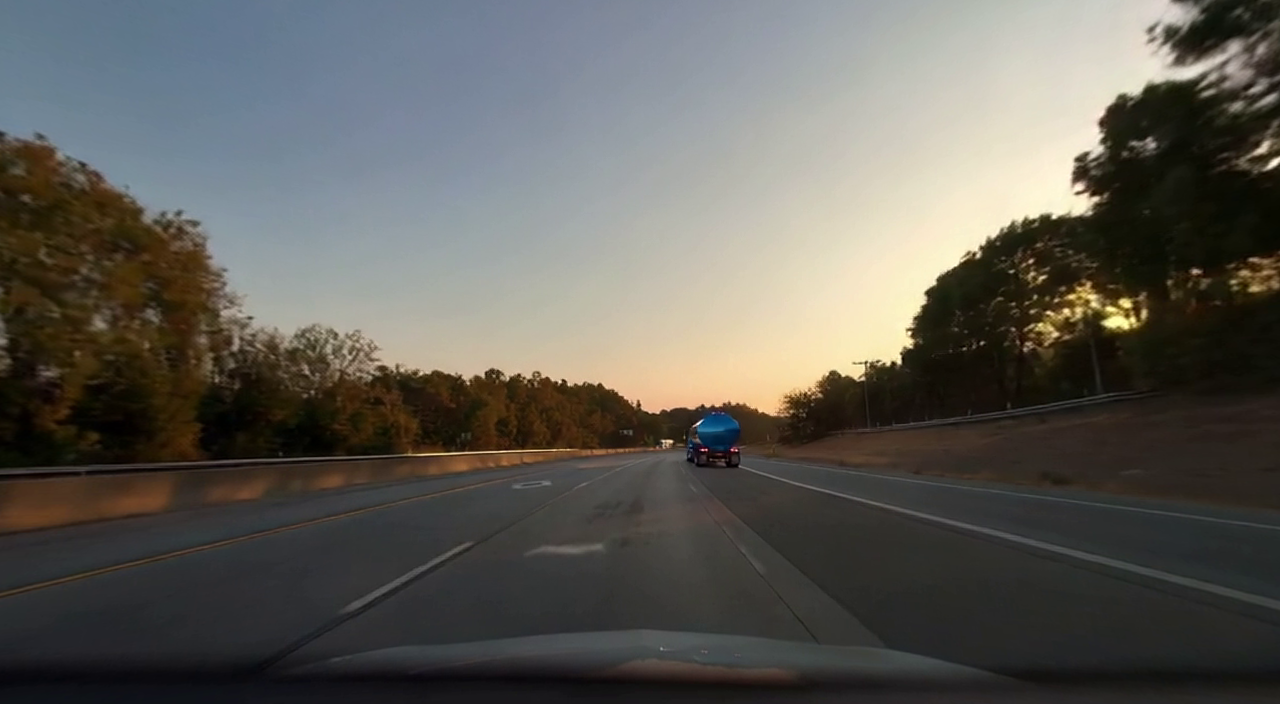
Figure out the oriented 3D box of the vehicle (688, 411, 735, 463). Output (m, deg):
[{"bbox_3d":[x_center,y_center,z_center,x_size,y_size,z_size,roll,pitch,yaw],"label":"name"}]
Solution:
[{"bbox_3d":[5.370,6.611,48.879,3.034,3.651,8.256,-1,-9,3],"label":"vehicle"}]
